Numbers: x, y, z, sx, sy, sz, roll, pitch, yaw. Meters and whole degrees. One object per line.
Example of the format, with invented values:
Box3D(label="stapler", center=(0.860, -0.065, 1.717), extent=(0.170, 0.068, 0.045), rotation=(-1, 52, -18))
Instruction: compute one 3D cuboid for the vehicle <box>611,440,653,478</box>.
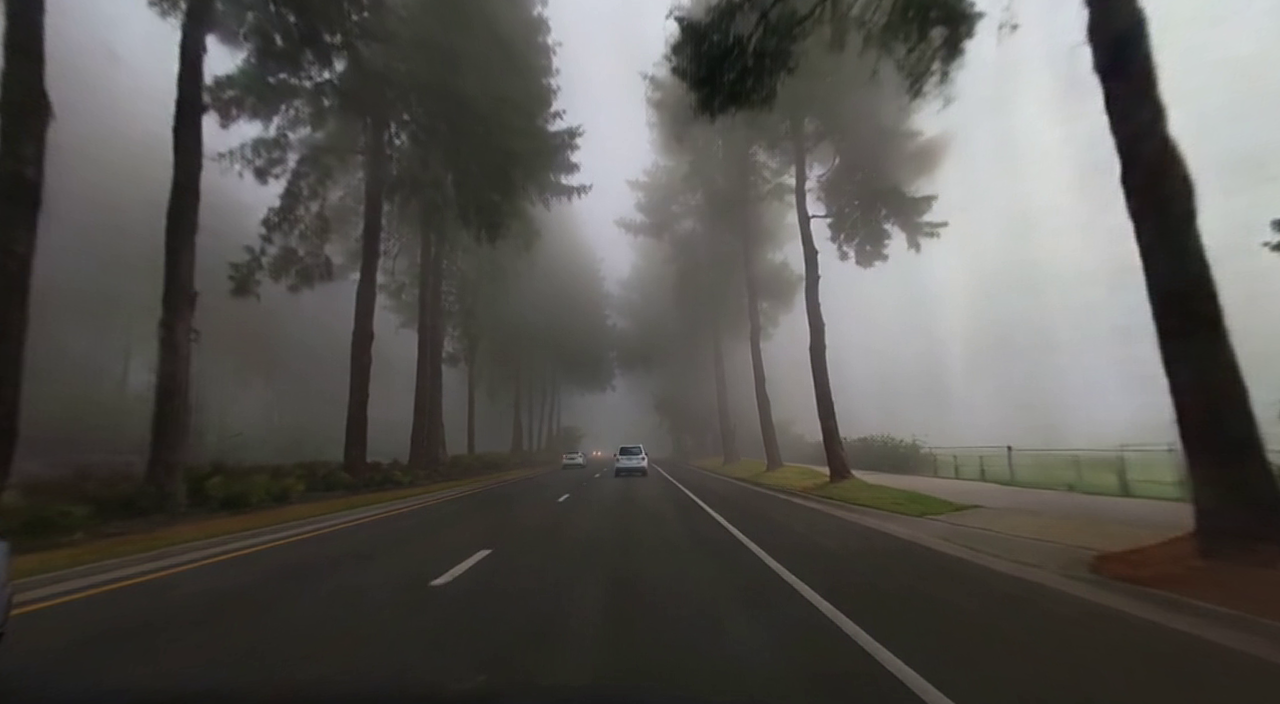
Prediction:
Box3D(label="vehicle", center=(-0.400, 5.355, 31.896), extent=(2.018, 1.769, 3.897), rotation=(0, -9, -1))

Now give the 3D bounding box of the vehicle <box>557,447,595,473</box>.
Box3D(label="vehicle", center=(-4.051, 6.907, 40.666), extent=(1.936, 1.538, 4.016), rotation=(0, -9, 1))
